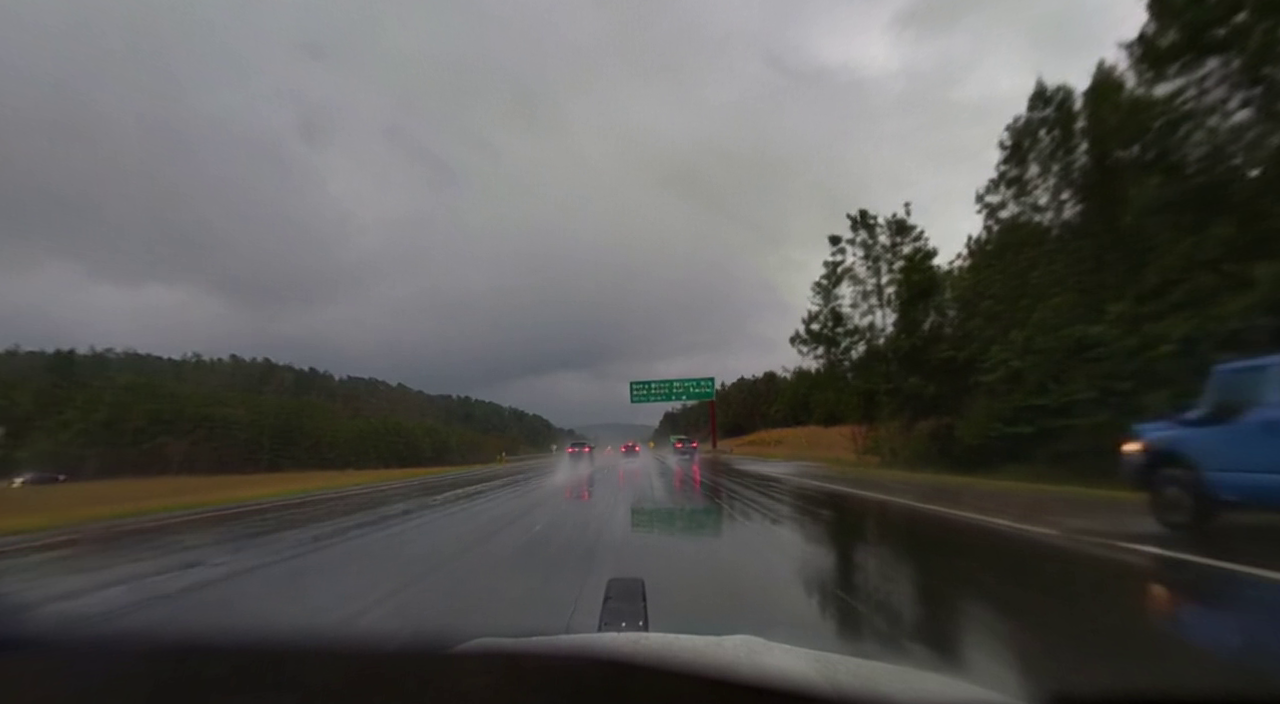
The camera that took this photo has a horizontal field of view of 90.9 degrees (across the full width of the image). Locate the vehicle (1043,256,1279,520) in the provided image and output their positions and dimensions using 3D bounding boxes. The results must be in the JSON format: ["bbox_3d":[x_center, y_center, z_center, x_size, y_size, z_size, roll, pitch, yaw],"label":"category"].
[{"bbox_3d":[11.689,0.719,11.069,3.043,4.138,9.135,0,-8,0],"label":"vehicle"}]

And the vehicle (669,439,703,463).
[{"bbox_3d":[3.362,7.334,46.779,1.995,1.712,4.206,0,-8,-2],"label":"vehicle"}]
